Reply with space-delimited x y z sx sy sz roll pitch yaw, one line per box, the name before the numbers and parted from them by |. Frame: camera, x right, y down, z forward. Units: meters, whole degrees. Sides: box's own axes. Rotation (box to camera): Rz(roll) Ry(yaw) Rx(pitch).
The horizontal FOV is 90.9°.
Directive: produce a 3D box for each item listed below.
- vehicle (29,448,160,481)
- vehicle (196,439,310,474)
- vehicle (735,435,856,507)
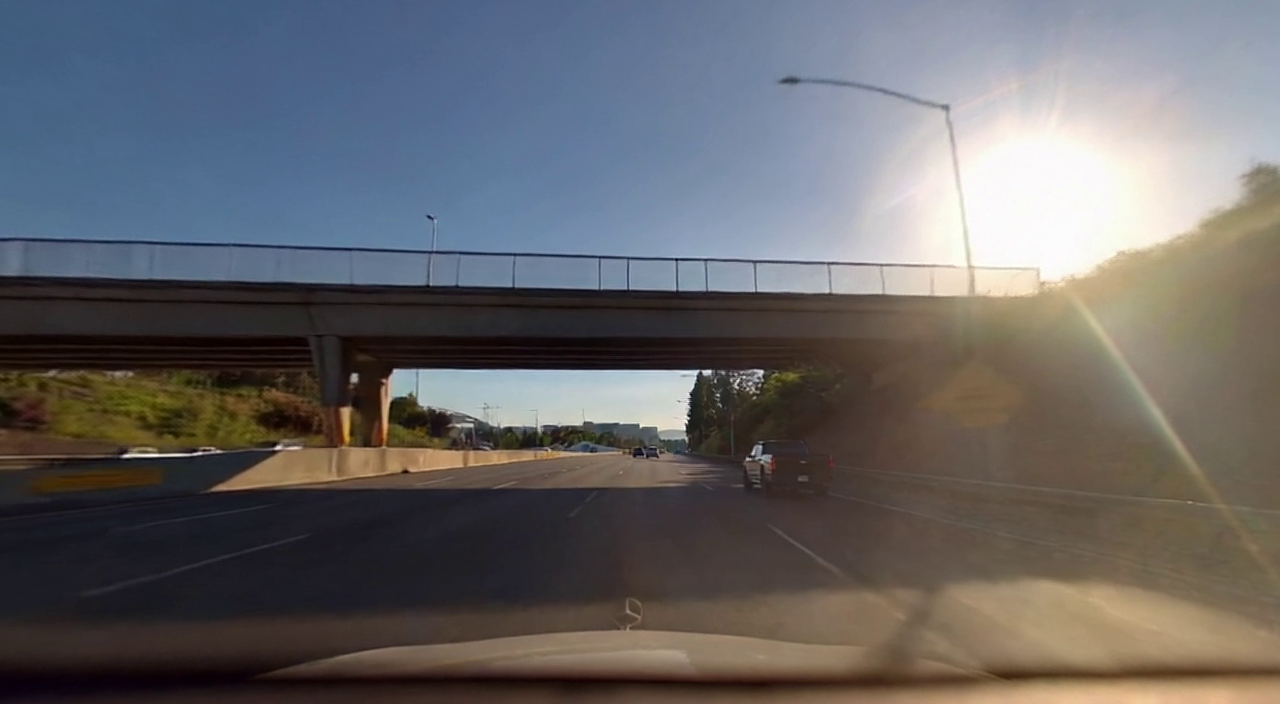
vehicle | -26.724 5.497 31.182 1.913 1.502 5.002 0 -9 2
vehicle | -19.570 5.297 32.248 2.223 1.640 5.332 -1 -9 3
vehicle | 3.940 3.109 16.990 2.010 1.637 4.940 0 -9 0
